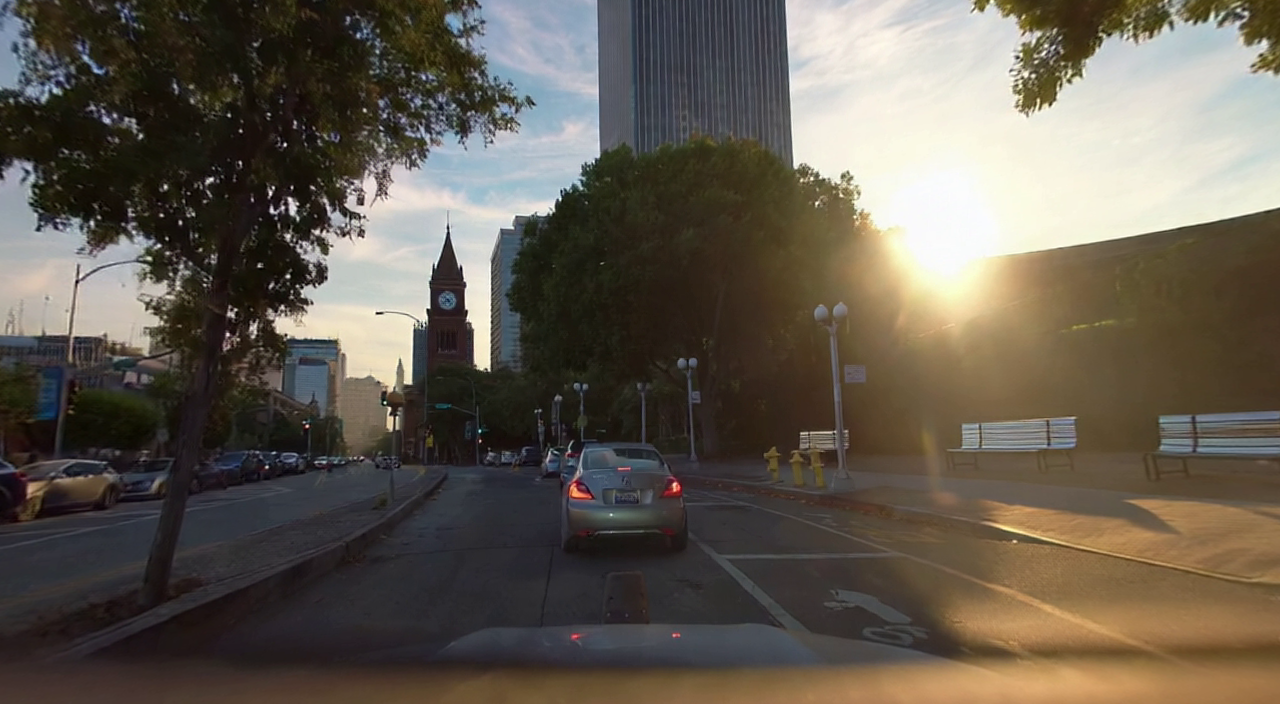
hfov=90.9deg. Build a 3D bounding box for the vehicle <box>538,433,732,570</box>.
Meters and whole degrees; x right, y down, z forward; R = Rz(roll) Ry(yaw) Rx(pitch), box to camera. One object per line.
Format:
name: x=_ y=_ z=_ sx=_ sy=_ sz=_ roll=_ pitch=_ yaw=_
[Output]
vehicle: x=-0.234 y=1.940 z=9.029 sx=2.142 sy=1.475 sz=4.051 roll=1 pitch=-8 yaw=-6
